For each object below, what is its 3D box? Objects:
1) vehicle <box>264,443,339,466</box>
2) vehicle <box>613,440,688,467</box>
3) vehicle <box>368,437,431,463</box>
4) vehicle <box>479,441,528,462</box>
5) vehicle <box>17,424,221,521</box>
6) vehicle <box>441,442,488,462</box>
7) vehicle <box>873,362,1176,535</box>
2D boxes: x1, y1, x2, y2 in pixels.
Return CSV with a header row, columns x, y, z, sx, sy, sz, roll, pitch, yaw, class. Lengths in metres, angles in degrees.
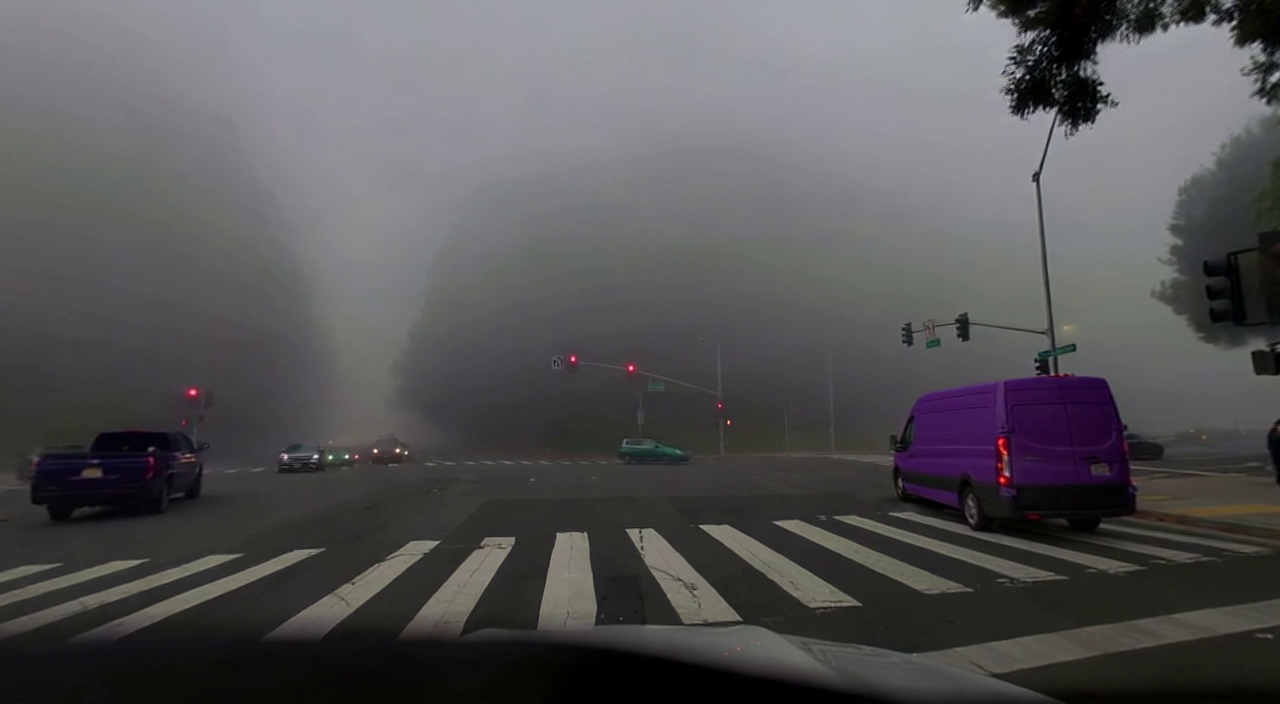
x,y,z,sx,sy,sz,roll,pitch,yaw,class
-21.857,6.641,40.976,1.859,1.415,4.591,-1,-9,8,vehicle
0.545,5.737,35.706,3.909,1.409,1.907,-7,-11,40,vehicle
-17.404,7.150,45.999,2.189,1.753,4.785,-1,-9,8,vehicle
-10.173,7.468,47.391,2.097,1.484,4.596,-1,-9,8,vehicle
-10.659,2.450,13.428,2.115,1.653,4.553,4,-9,-24,vehicle
-13.209,7.587,47.857,1.845,1.426,4.289,-1,-9,8,vehicle
6.565,1.794,11.903,2.332,2.511,5.326,0,-9,1,vehicle
